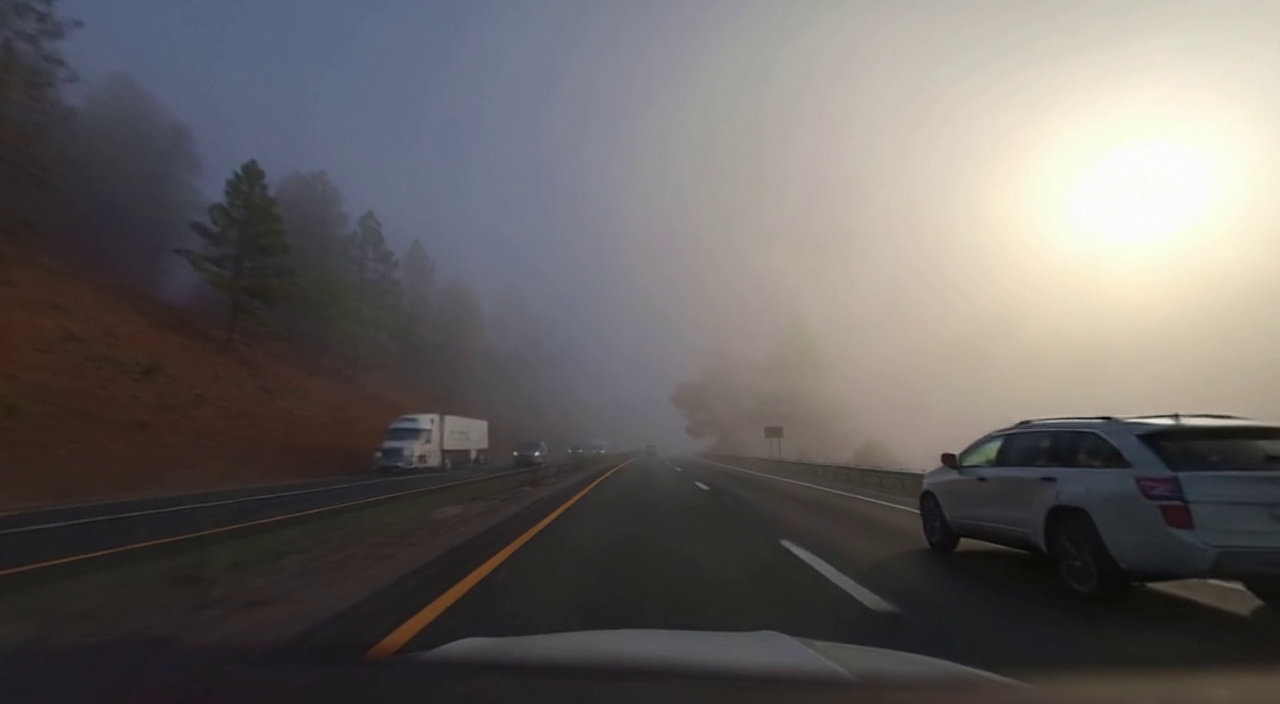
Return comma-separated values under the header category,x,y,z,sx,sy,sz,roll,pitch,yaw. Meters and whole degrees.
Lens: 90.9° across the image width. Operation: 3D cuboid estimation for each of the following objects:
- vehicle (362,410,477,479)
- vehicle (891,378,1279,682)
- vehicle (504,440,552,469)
category,x,y,z,sx,sy,sz,roll,pitch,yaw
vehicle,-12.705,5.519,37.594,3.087,3.512,9.874,0,-8,1
vehicle,4.467,1.346,6.048,2.098,1.703,4.862,0,-8,0
vehicle,-8.081,7.438,46.051,2.289,1.906,5.766,0,-8,2
